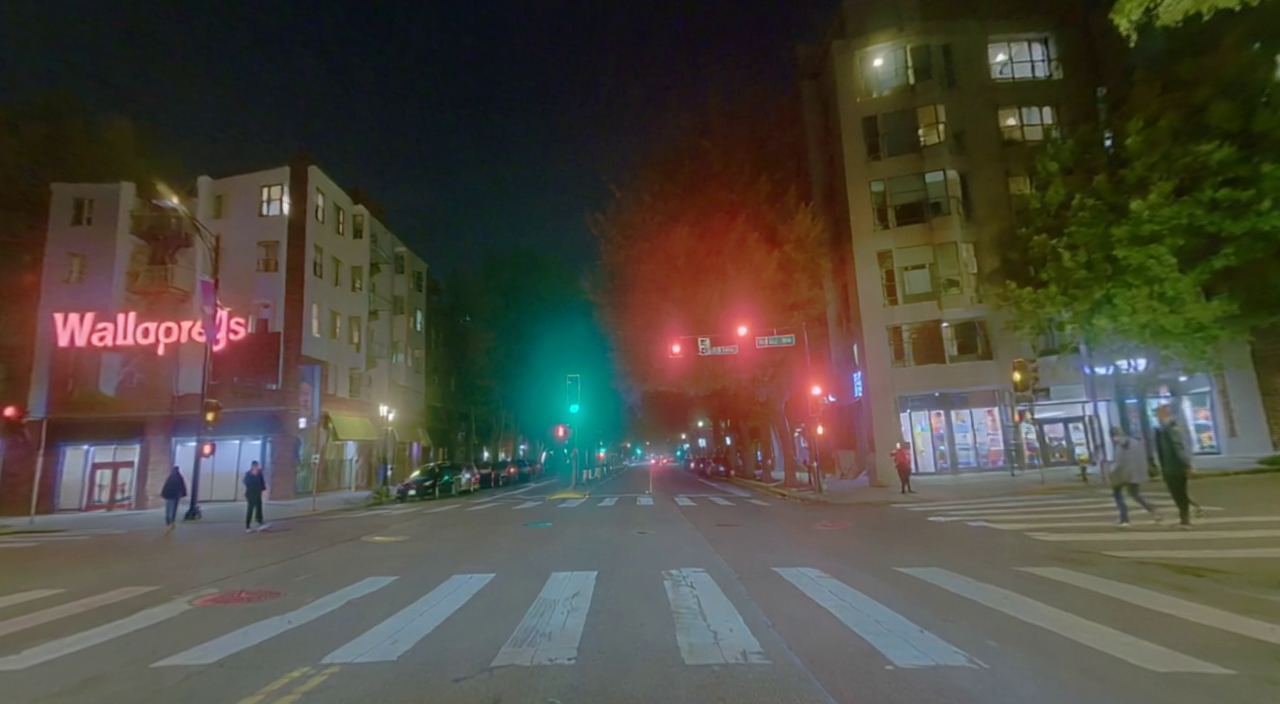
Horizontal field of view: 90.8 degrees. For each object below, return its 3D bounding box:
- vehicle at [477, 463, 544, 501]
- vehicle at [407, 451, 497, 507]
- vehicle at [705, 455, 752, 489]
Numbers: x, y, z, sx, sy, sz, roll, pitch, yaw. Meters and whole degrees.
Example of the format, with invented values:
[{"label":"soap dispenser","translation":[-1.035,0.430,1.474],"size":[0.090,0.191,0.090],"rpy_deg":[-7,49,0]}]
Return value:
[{"label":"vehicle","translation":[-5.755,5.830,28.629],"size":[1.983,1.438,4.559],"rpy_deg":[0,-8,1]},{"label":"vehicle","translation":[-8.802,5.944,30.304],"size":[2.489,2.323,5.843],"rpy_deg":[0,-8,1]},{"label":"vehicle","translation":[5.201,7.104,37.715],"size":[2.010,1.844,4.386],"rpy_deg":[0,-8,-2]}]
